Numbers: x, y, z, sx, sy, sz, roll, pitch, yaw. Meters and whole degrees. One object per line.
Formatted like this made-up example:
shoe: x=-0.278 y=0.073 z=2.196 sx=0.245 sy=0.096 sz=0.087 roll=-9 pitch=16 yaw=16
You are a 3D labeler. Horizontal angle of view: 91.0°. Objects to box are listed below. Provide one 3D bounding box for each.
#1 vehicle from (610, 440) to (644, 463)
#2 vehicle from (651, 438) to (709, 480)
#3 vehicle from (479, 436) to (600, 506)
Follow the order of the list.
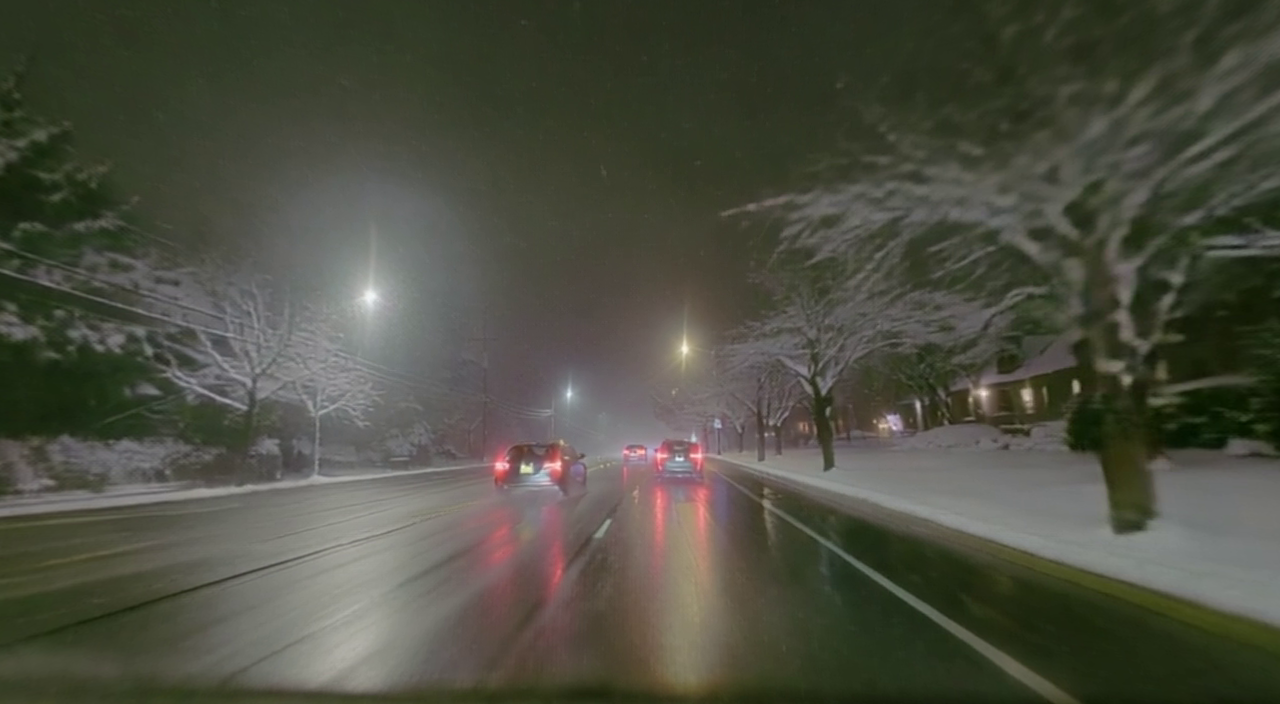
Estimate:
vehicle: x=-0.881 y=7.049 z=44.694 sx=2.114 sy=1.500 sz=3.912 roll=0 pitch=-8 yaw=3
vehicle: x=1.482 y=4.094 z=24.346 sx=2.065 sy=1.456 sz=4.099 roll=0 pitch=-8 yaw=2
vehicle: x=-2.265 y=2.838 z=15.537 sx=2.030 sy=1.467 sz=4.403 roll=0 pitch=-8 yaw=3
